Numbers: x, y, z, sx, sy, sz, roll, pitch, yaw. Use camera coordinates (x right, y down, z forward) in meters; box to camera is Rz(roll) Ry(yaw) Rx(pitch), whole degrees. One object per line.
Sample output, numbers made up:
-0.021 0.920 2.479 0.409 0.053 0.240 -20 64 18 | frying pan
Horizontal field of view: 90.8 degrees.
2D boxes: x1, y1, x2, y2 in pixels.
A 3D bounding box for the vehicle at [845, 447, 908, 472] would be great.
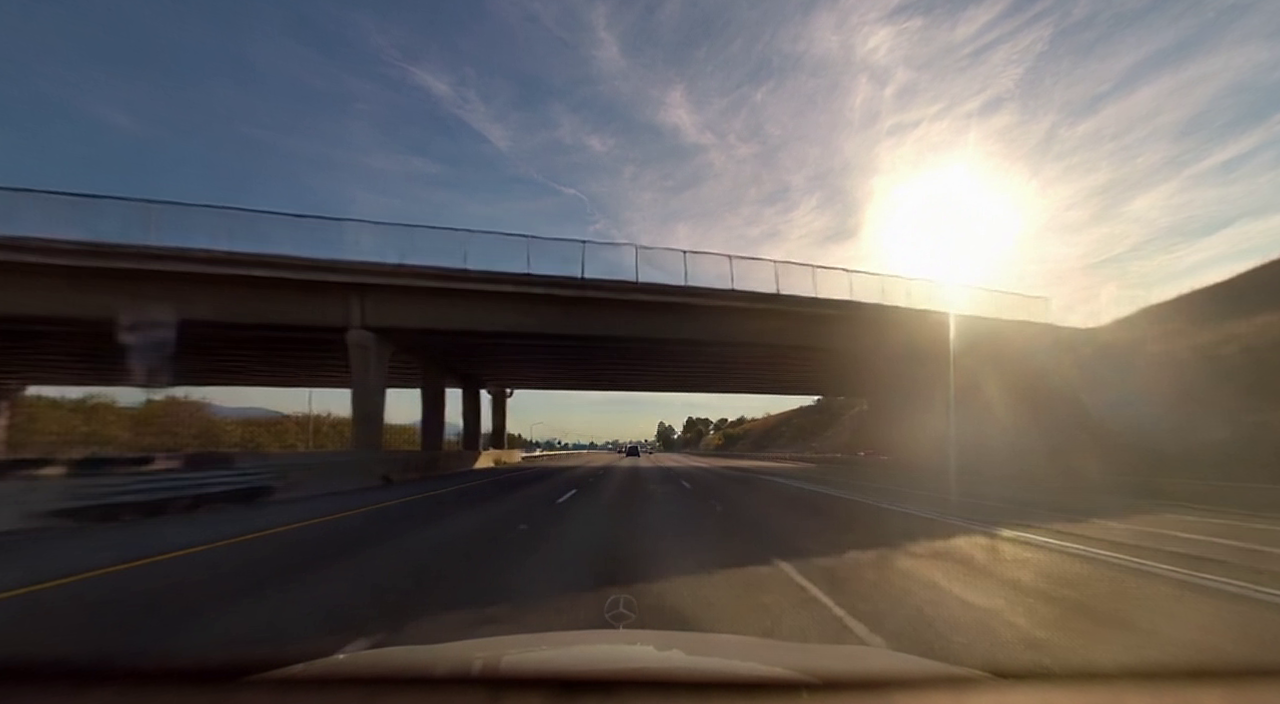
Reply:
15.208 6.919 40.934 1.959 1.519 5.235 0 -9 -1 | vehicle
